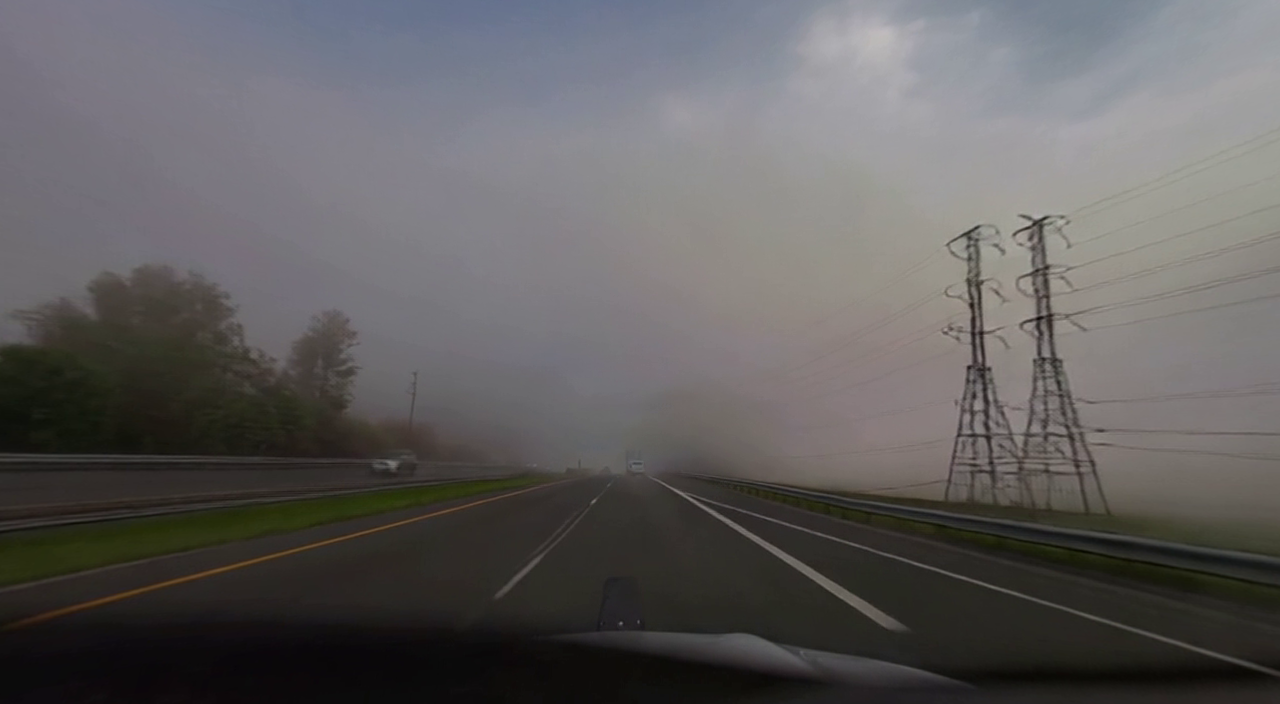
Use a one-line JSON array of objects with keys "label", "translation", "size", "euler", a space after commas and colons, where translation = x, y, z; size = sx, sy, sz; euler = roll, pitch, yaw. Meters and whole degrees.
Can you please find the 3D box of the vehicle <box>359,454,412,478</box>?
[{"label": "vehicle", "translation": [-16.660, 7.510, 41.459], "size": [1.859, 1.483, 3.979], "euler": [1, -11, -1]}]
